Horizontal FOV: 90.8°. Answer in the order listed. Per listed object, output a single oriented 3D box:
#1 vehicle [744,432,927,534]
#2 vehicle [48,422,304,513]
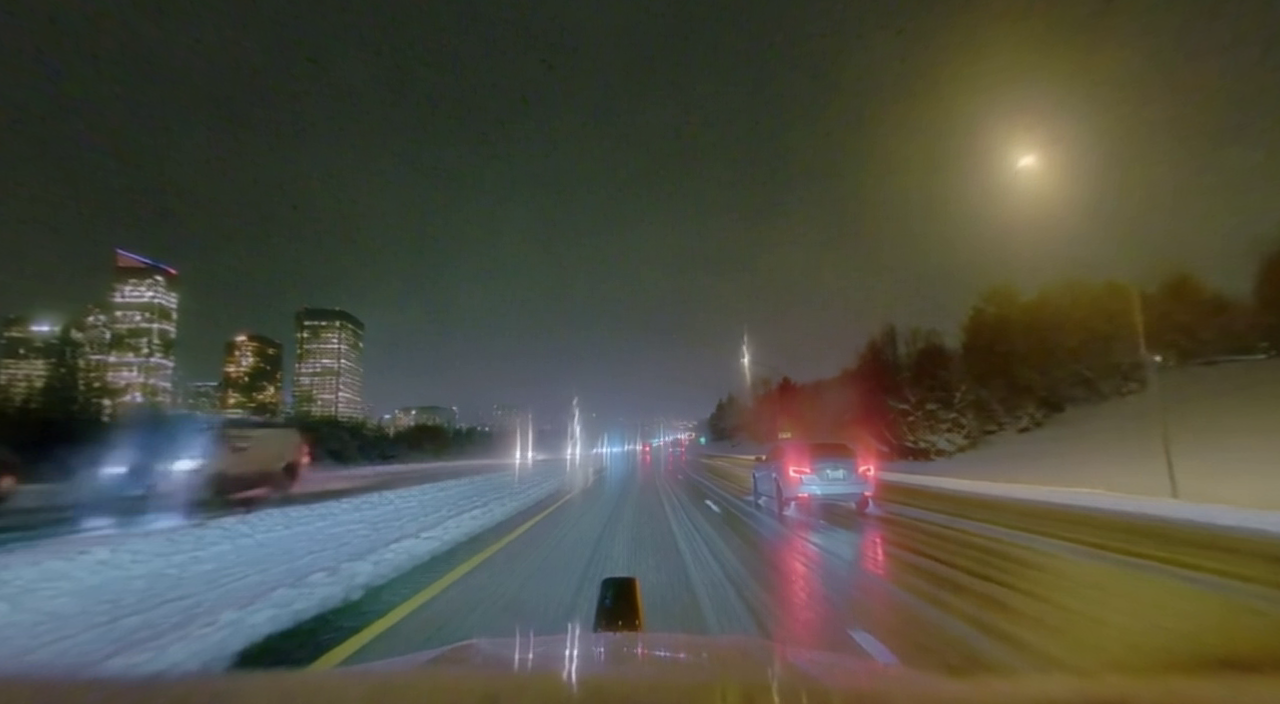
[{"bbox_3d":[3.378,2.346,12.006,1.982,1.533,4.612,0,-9,0],"label":"vehicle"},{"bbox_3d":[-12.103,3.058,17.266,2.452,2.045,5.769,0,-9,2],"label":"vehicle"}]
